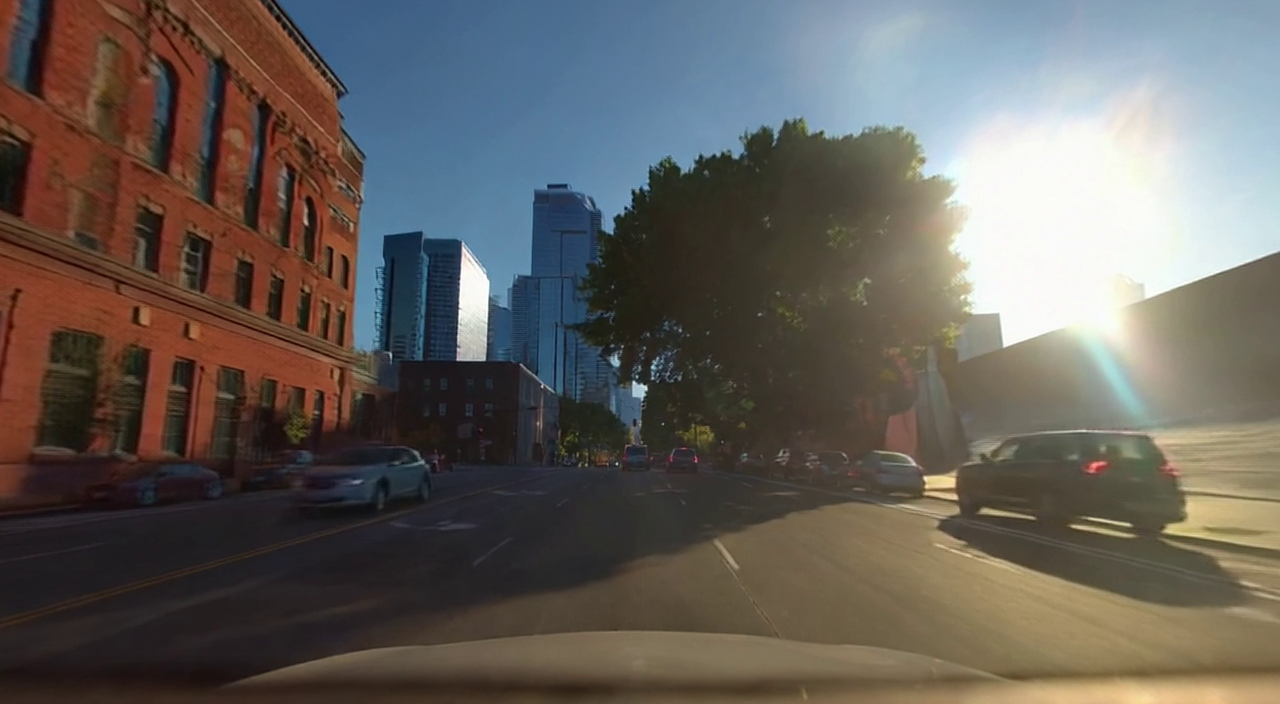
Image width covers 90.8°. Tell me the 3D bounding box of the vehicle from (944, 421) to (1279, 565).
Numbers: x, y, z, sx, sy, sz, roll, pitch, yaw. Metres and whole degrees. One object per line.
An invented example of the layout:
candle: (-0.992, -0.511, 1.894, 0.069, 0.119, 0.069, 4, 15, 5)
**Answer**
vehicle: (7.971, 2.365, 11.437, 2.305, 1.984, 5.002, 0, -9, -1)

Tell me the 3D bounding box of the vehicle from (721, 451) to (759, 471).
vehicle: (7.828, 8.572, 49.942, 2.054, 1.455, 4.786, 0, -9, -2)

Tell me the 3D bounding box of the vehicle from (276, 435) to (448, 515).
vehicle: (-6.331, 2.834, 15.103, 2.048, 1.615, 4.453, 0, -8, 0)

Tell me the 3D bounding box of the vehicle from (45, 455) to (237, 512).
vehicle: (-14.929, 3.909, 19.354, 1.953, 1.456, 4.690, 0, -9, 2)

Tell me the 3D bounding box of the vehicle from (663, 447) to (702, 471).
vehicle: (2.796, 7.154, 42.616, 2.238, 1.499, 4.964, 0, -8, -1)

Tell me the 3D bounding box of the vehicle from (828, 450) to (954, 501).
vehicle: (7.965, 3.944, 20.690, 2.030, 1.444, 4.832, 0, -9, -2)
